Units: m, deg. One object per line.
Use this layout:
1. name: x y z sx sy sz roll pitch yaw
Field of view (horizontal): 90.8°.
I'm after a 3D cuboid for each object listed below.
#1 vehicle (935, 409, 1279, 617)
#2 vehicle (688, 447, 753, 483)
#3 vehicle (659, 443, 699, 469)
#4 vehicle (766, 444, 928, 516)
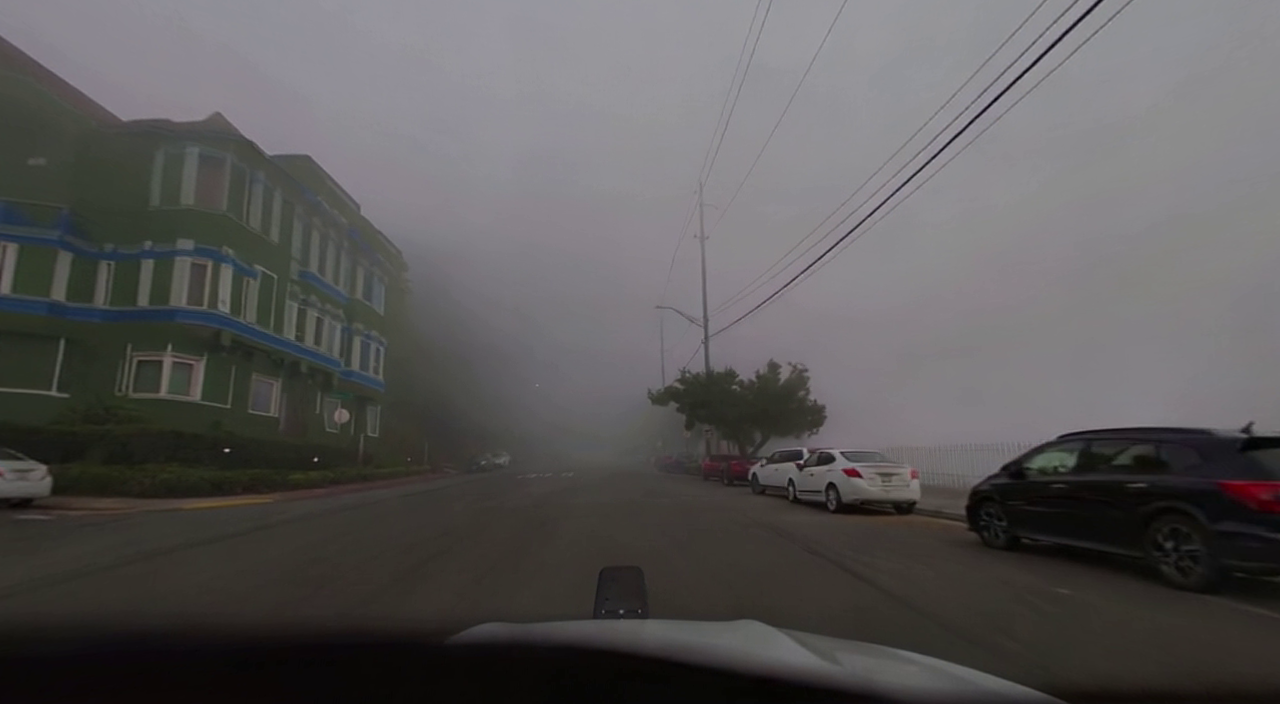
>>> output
1. vehicle: 5.960 1.690 7.667 1.917 1.704 4.840 1 -9 -7
2. vehicle: 3.560 5.087 28.768 1.901 1.495 4.340 1 -8 -6
3. vehicle: 2.710 7.334 44.739 2.386 1.752 4.376 0 -8 -2
4. vehicle: 5.081 3.197 16.432 2.122 1.554 4.777 1 -9 -7
